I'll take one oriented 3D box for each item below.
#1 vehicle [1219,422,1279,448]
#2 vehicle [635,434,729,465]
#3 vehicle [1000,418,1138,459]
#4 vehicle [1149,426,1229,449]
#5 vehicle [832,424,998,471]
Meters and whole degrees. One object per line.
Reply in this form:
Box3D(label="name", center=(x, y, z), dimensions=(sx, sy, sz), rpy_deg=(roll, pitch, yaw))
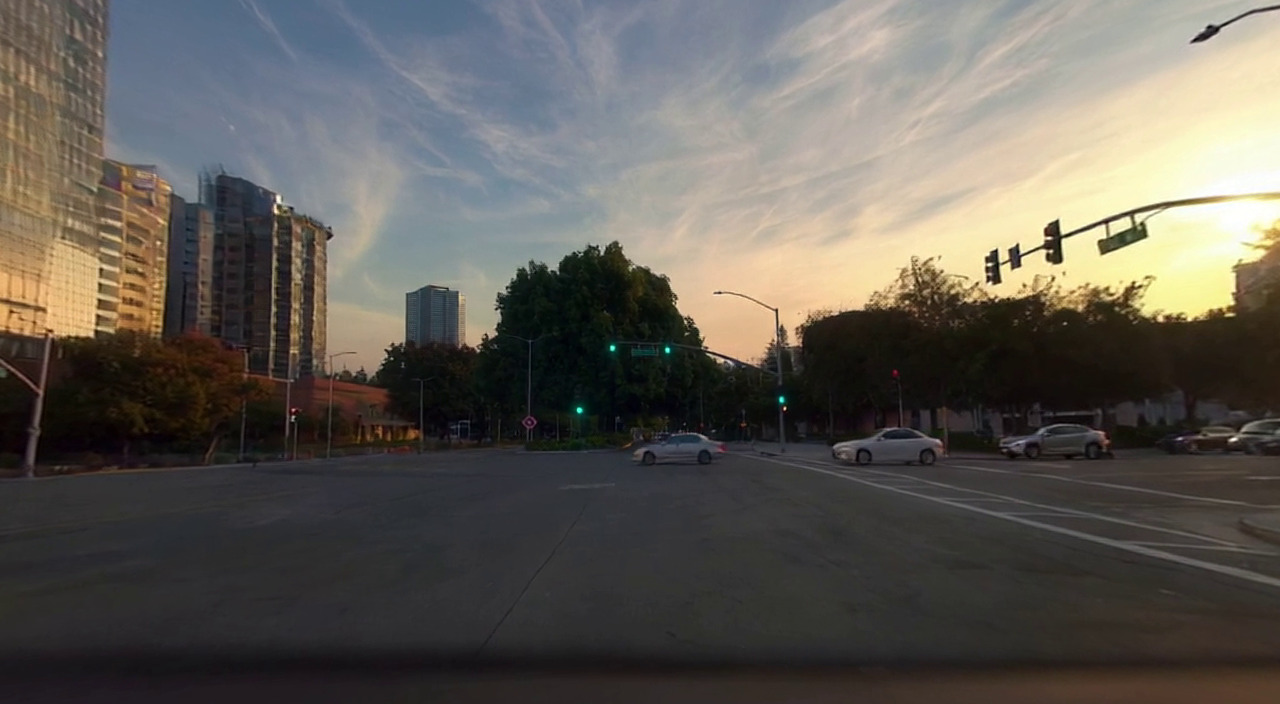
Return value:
Box3D(label="vehicle", center=(42.261, 5.583, 42.326), dimensions=(2.037, 1.614, 5.175), rpy_deg=(0, -8, 0))
Box3D(label="vehicle", center=(1.870, 4.365, 28.332), dimensions=(4.046, 1.306, 1.719), rpy_deg=(-1, -8, 5))
Box3D(label="vehicle", center=(18.935, 3.864, 28.070), dimensions=(4.571, 1.698, 1.977), rpy_deg=(-1, -8, 4))
Box3D(label="vehicle", center=(36.570, 5.765, 42.222), dimensions=(1.726, 1.429, 4.163), rpy_deg=(-1, -8, 2))
Box3D(label="vehicle", center=(9.514, 3.326, 22.097), dimensions=(4.916, 1.504, 1.846), rpy_deg=(0, -8, -2))
